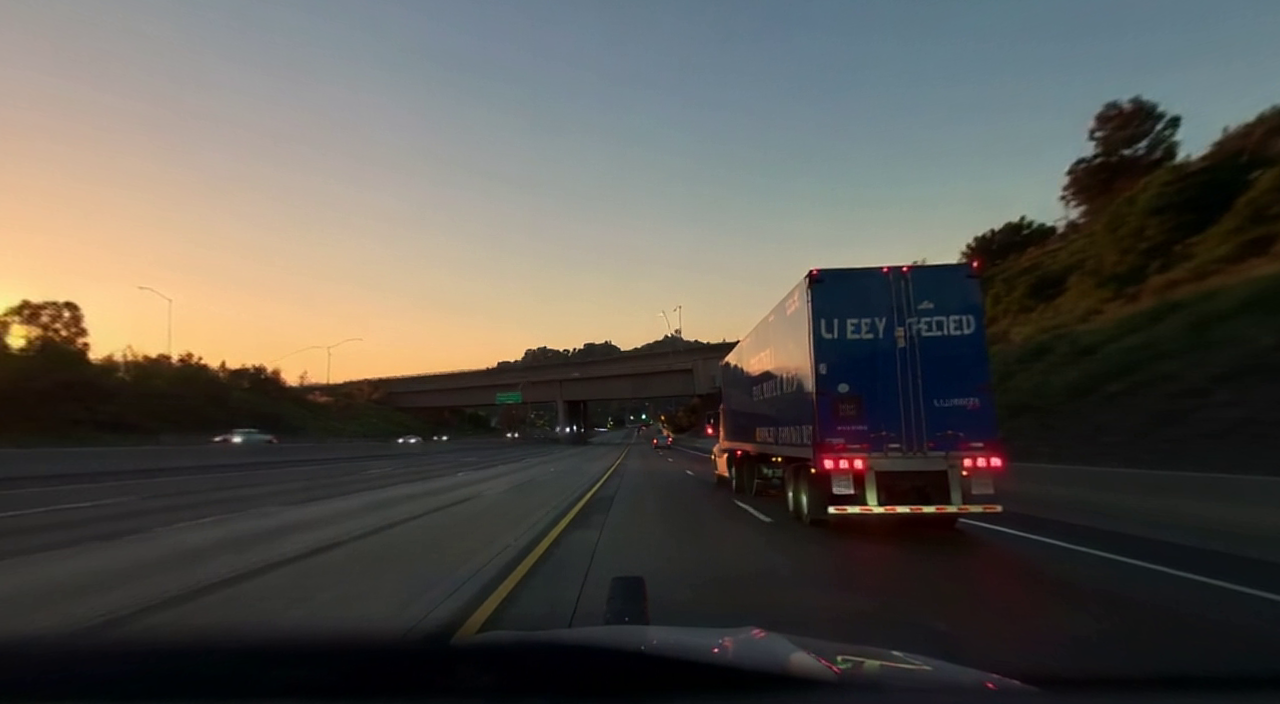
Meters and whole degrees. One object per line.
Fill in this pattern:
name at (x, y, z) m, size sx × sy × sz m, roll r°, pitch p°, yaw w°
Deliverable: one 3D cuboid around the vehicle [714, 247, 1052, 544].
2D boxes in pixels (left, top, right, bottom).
vehicle at (4.095, 1.541, 15.676) m, size 3.006 × 4.093 × 14.142 m, roll 0°, pitch -8°, yaw 1°
